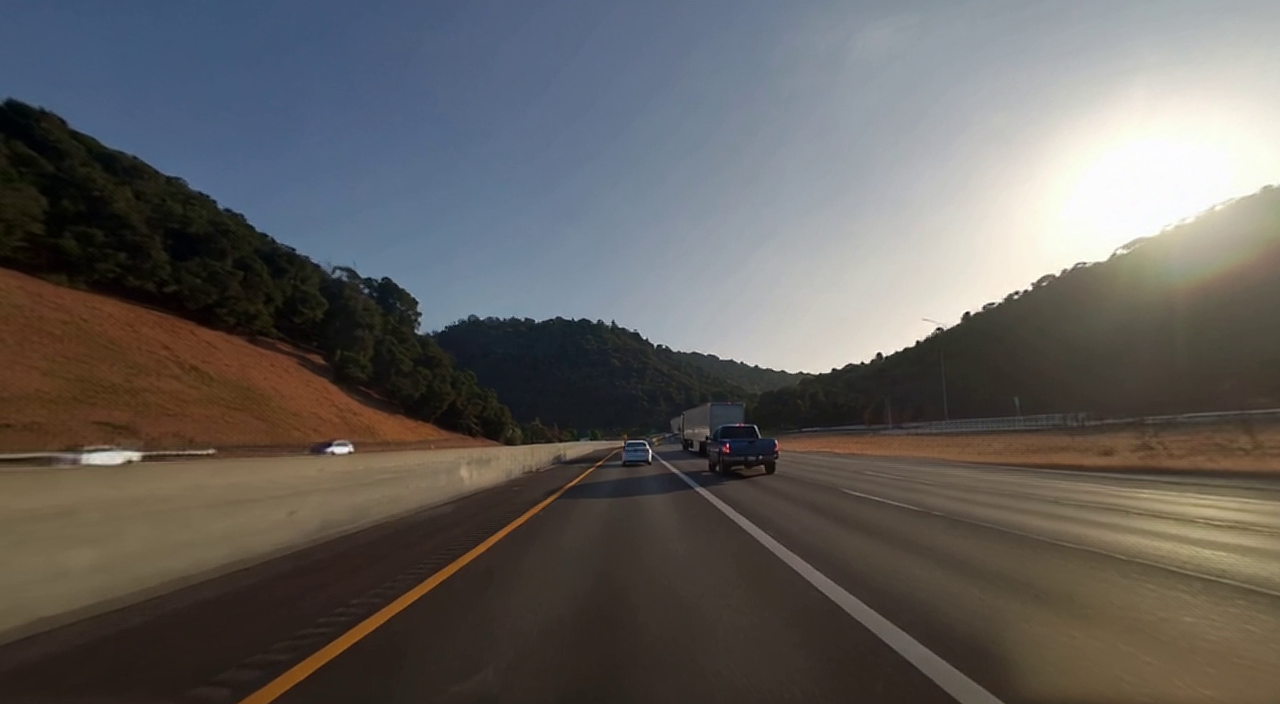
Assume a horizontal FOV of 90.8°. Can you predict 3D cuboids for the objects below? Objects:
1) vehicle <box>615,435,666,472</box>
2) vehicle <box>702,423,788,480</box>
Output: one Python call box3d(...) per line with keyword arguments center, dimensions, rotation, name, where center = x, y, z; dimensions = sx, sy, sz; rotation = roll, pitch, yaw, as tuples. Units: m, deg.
box3d(center=(-0.008, 4.404, 27.667), dimensions=(2.083, 1.477, 3.965), rotation=(0, -8, -1), name="vehicle")
box3d(center=(3.553, 3.490, 22.348), dimensions=(2.098, 1.794, 4.561), rotation=(0, -9, -2), name="vehicle")
